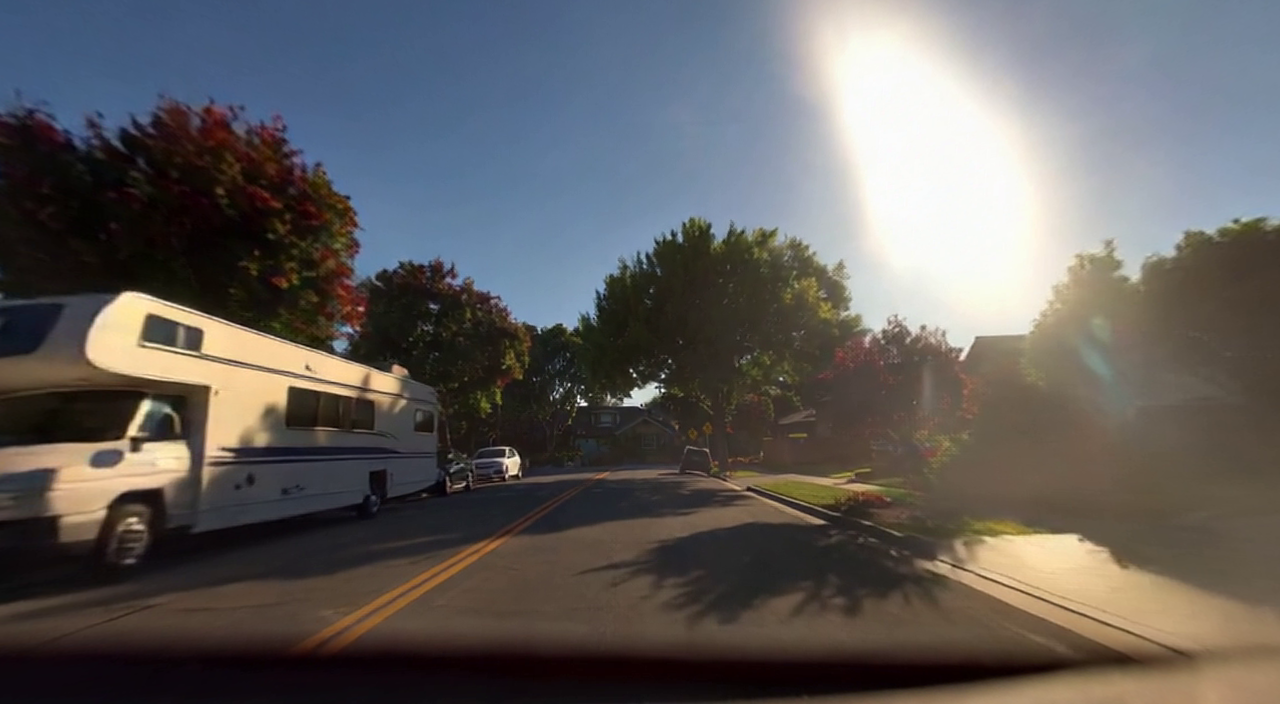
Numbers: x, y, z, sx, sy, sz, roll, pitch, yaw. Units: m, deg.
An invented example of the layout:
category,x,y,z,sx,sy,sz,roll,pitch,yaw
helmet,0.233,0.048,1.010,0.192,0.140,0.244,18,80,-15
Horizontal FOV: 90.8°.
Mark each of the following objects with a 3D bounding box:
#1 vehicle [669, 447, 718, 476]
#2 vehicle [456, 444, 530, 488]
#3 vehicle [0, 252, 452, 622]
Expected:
category,x,y,z,sx,sy,sz,roll,pitch,yaw
vehicle,2.912,6.046,35.305,2.167,1.479,4.597,0,-8,-2
vehicle,-6.982,5.422,30.608,2.225,1.817,5.731,-3,-8,0
vehicle,-6.917,1.712,11.839,3.103,3.479,11.801,-1,-9,0
